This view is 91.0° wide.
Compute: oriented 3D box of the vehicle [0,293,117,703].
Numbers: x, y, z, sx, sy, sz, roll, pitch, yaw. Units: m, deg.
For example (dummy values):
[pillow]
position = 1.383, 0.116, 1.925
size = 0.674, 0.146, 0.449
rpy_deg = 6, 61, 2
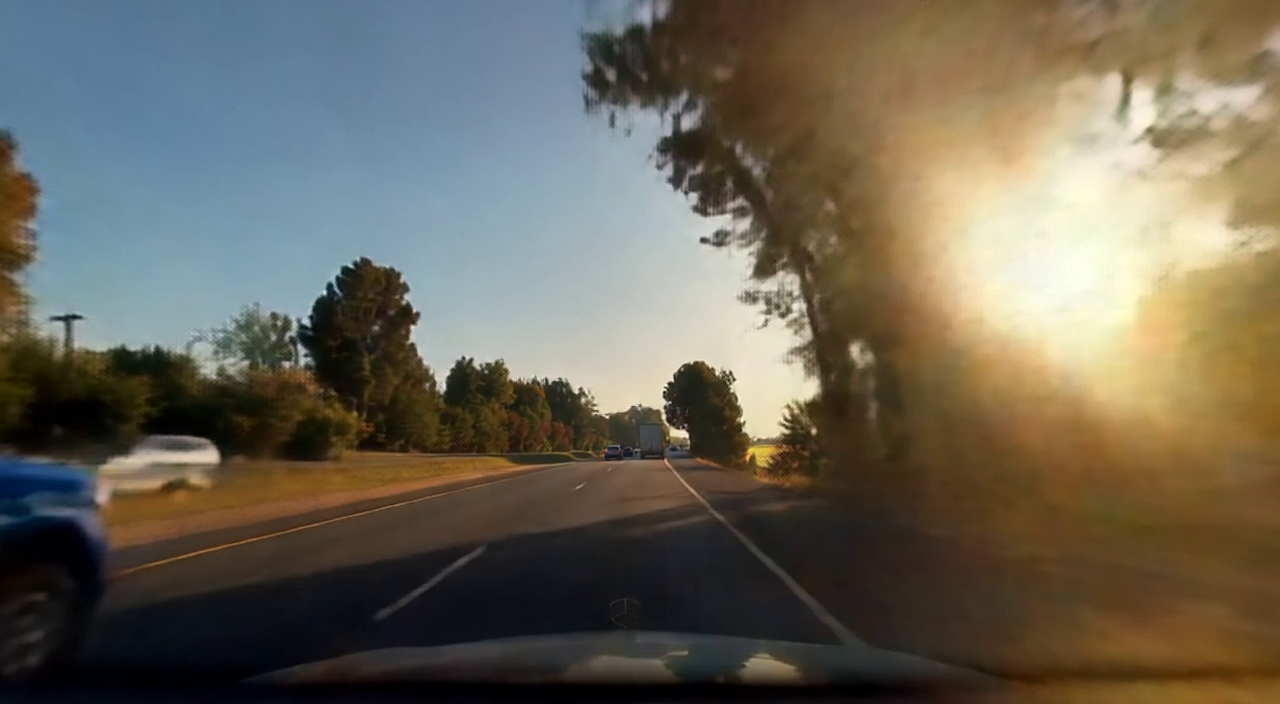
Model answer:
[vehicle]
position = -3.920, 0.357, 0.704
size = 2.295, 1.815, 4.983
rpy_deg = 0, -9, 1
